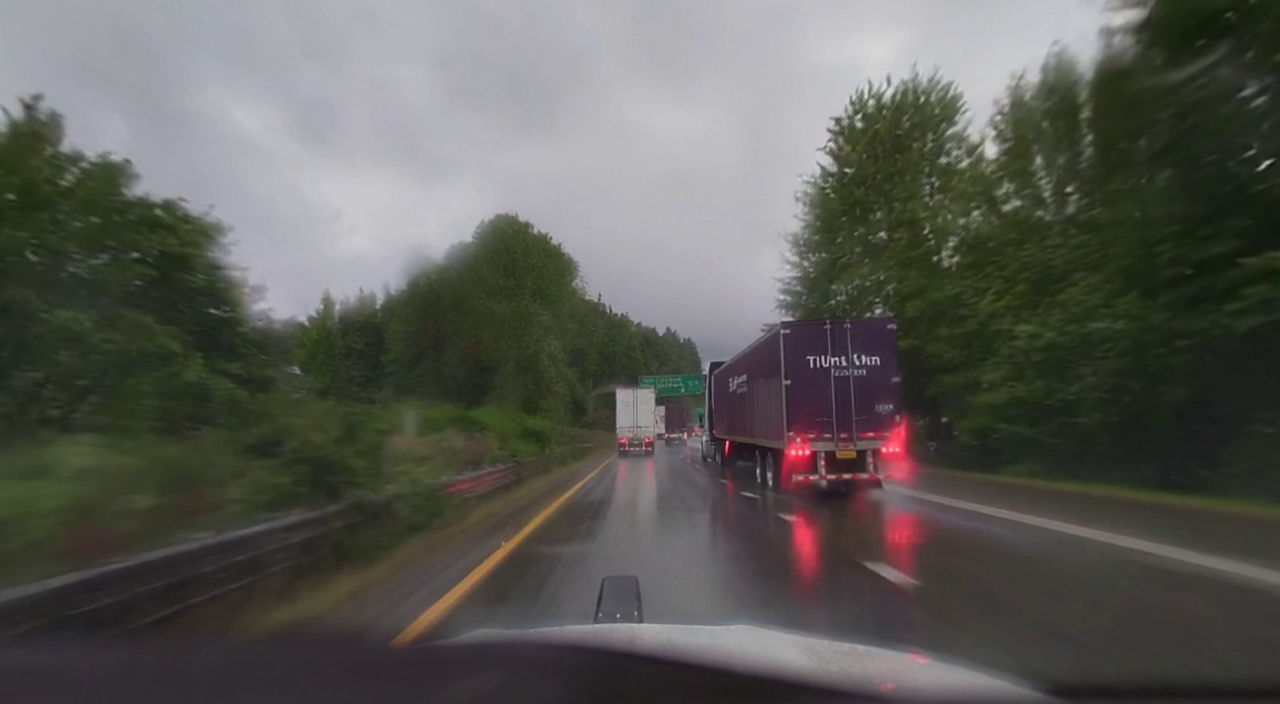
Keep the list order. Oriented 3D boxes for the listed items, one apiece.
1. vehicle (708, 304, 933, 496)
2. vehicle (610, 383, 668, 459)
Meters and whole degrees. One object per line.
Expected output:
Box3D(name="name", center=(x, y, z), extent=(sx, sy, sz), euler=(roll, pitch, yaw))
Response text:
Box3D(name="vehicle", center=(4.639, 1.971, 20.841), extent=(2.856, 4.145, 14.500), euler=(0, -8, -1))
Box3D(name="vehicle", center=(-0.142, 4.243, 37.858), extent=(2.958, 3.917, 10.196), euler=(0, -8, -1))
